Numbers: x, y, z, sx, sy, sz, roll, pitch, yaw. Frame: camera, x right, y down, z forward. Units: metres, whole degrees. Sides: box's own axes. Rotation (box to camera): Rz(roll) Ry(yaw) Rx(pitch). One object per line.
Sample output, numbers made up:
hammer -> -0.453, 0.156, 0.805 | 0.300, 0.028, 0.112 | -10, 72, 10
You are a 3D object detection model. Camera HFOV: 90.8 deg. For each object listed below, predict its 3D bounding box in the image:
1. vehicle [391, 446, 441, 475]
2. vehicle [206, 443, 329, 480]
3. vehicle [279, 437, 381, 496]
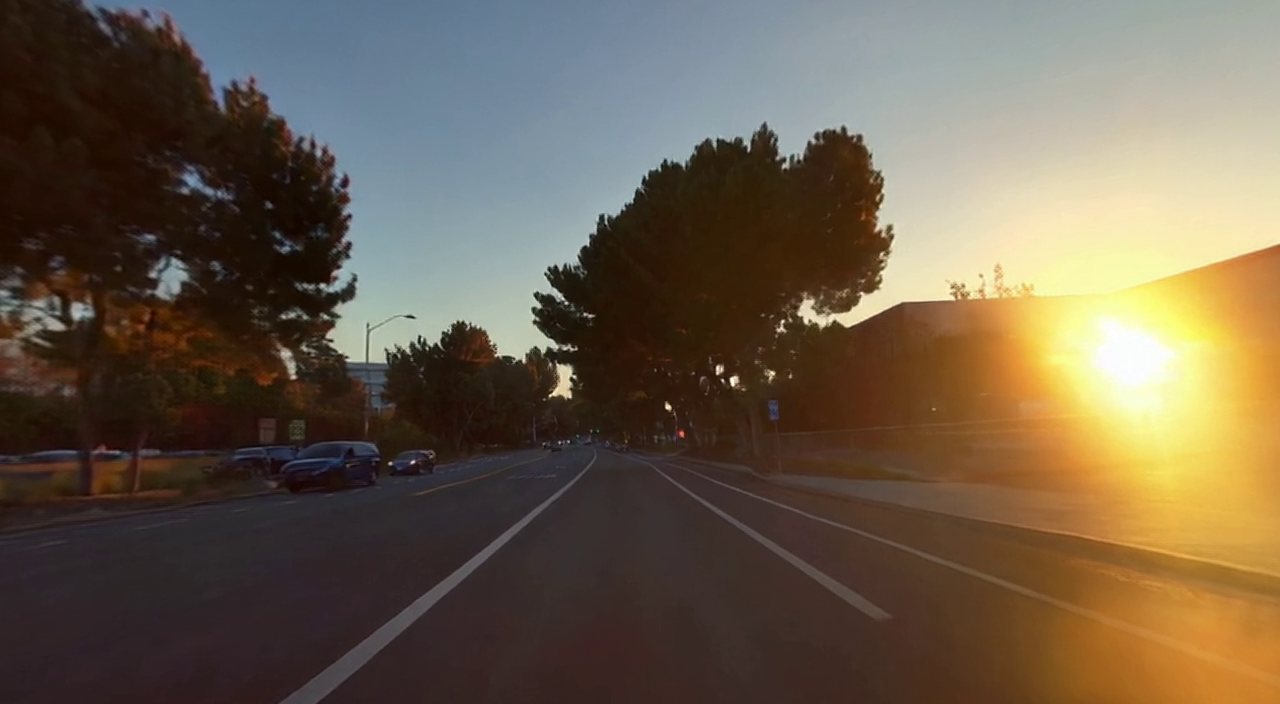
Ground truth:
vehicle -> -14.760, 7.182, 41.842 | 2.090, 1.680, 4.434 | -2, -9, -5
vehicle -> -19.906, 5.840, 33.964 | 5.168, 1.886, 2.283 | 0, -8, 2
vehicle -> -13.519, 4.928, 27.972 | 2.314, 2.144, 5.403 | -3, -7, -6
